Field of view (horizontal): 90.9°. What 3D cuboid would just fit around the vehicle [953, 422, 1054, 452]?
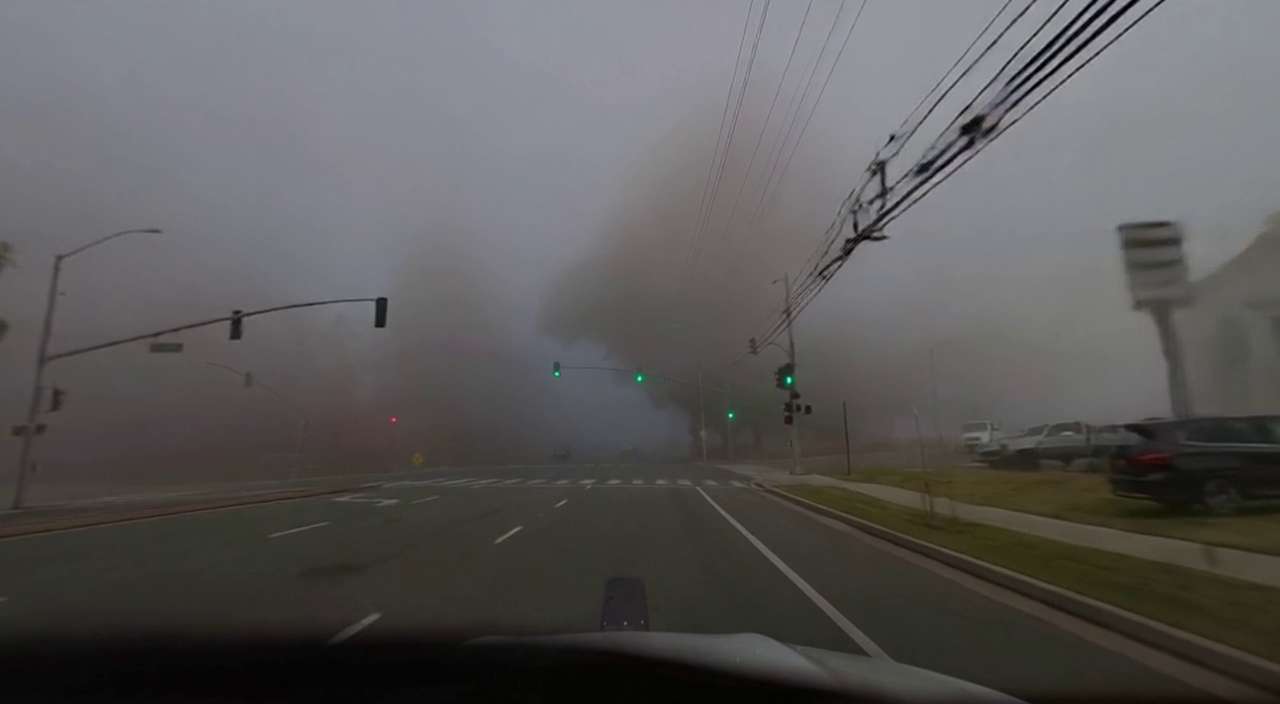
[{"bbox_3d":[26.739,6.338,46.712,2.370,2.038,6.186,3,-9,-22],"label":"vehicle"}]

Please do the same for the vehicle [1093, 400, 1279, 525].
[{"bbox_3d":[10.410,1.713,10.040,4.765,1.738,2.101,0,-8,-2],"label":"vehicle"}]
